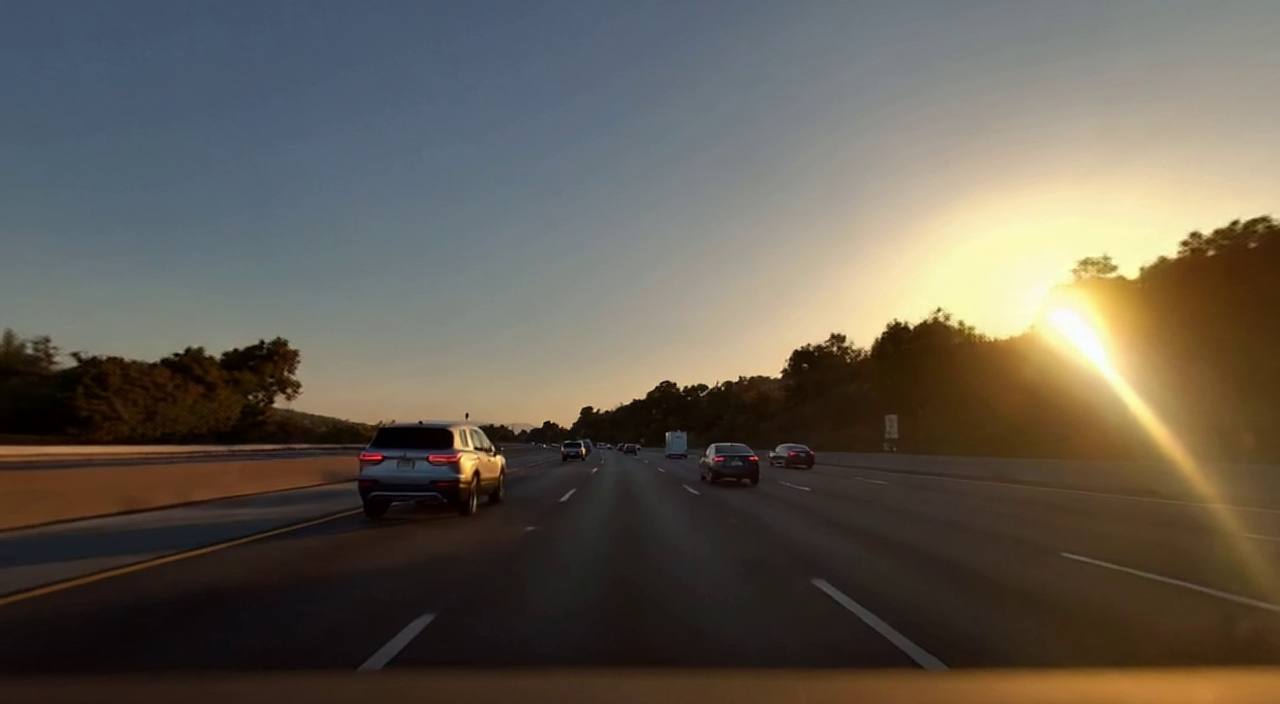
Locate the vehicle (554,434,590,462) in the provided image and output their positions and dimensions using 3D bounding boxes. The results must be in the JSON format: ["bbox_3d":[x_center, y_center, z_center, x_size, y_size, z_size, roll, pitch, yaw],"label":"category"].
[{"bbox_3d":[-4.734,6.791,44.661,2.149,1.843,4.348,2,-8,-2],"label":"vehicle"}]

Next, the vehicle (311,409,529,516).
[{"bbox_3d":[-4.353,2.356,13.965,2.684,1.839,5.803,0,-8,1],"label":"vehicle"}]

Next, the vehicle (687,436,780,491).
[{"bbox_3d":[2.784,3.438,19.897,2.053,1.510,4.400,0,-8,-2],"label":"vehicle"}]

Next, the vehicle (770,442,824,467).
[{"bbox_3d":[10.030,6.532,40.597,2.105,1.496,4.393,0,-8,-3],"label":"vehicle"}]
